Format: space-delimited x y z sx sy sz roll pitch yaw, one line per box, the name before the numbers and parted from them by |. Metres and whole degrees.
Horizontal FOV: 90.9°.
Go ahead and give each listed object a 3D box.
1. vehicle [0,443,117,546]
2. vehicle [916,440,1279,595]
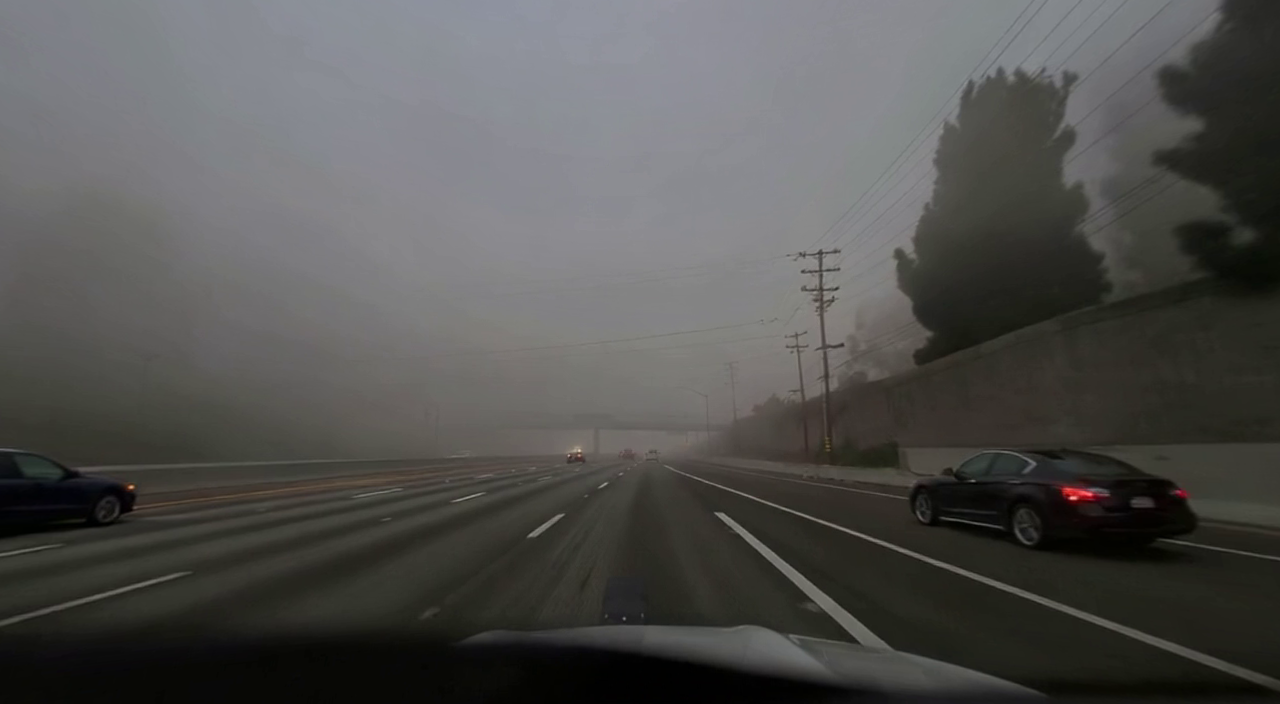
vehicle | -10.261 2.000 8.728 2.056 1.476 4.562 0 -8 1
vehicle | 6.000 2.012 8.774 2.009 1.508 4.874 0 -8 -1
